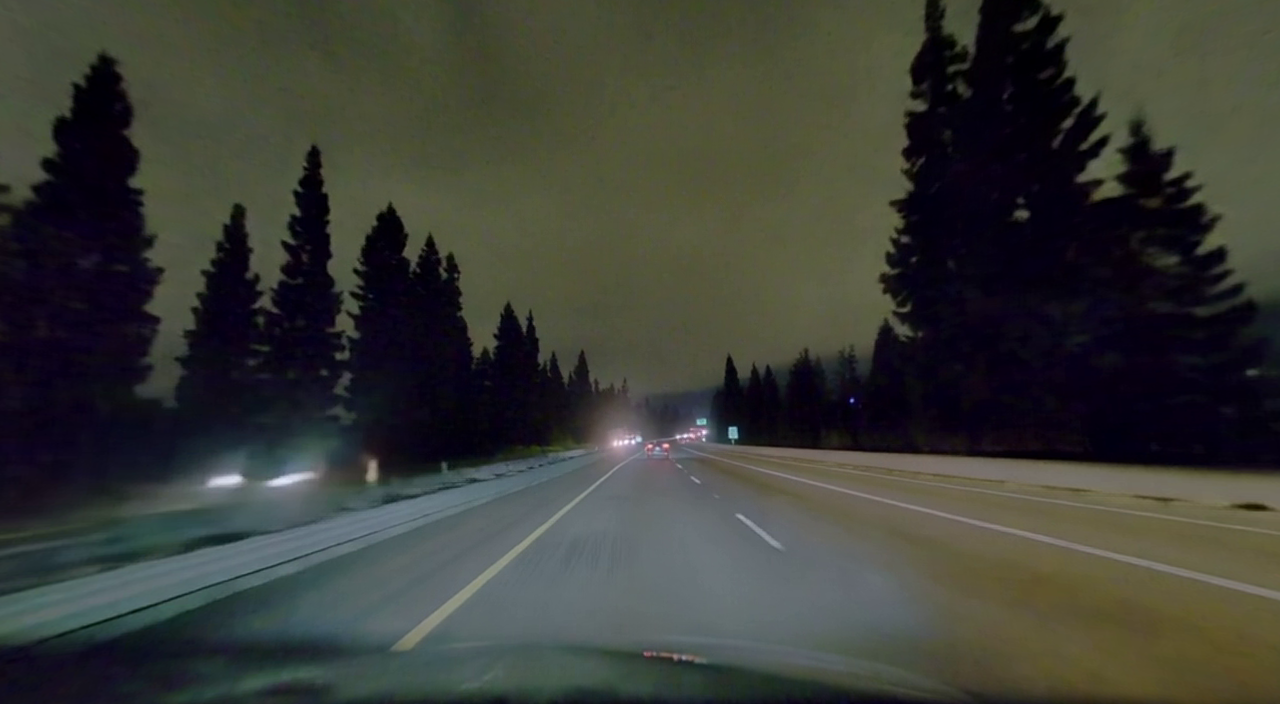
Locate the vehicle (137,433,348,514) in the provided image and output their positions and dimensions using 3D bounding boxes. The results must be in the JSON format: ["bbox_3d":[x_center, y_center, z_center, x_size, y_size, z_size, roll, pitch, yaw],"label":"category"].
[{"bbox_3d":[-8.238,2.517,13.574,1.865,1.485,3.974,0,-8,1],"label":"vehicle"}]

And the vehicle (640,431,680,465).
[{"bbox_3d":[1.236,5.886,38.692,2.301,1.944,4.554,0,-8,2],"label":"vehicle"}]
